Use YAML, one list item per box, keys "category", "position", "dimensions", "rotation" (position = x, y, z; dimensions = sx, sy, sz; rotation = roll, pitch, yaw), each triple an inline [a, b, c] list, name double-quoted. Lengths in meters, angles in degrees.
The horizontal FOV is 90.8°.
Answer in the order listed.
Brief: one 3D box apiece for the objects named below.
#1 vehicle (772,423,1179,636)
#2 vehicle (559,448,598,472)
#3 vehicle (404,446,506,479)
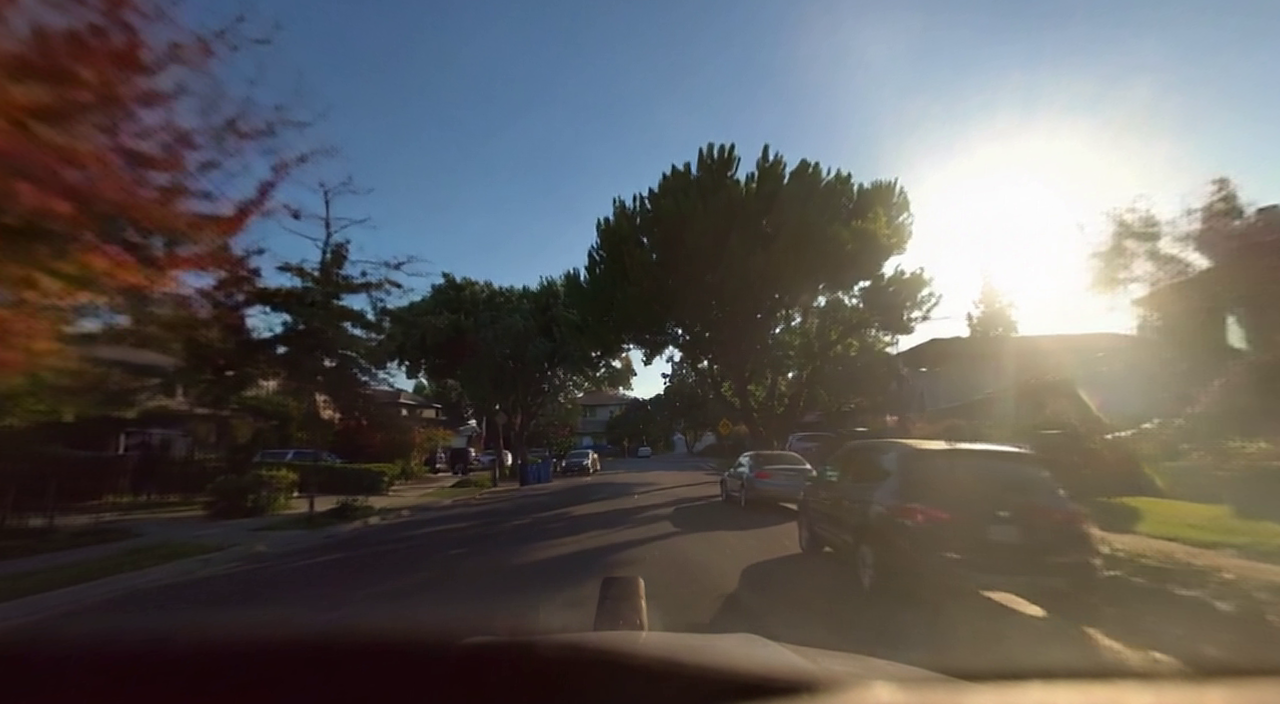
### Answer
- category: "vehicle"
  position: [2.852, 1.605, 6.826]
  dimensions: [2.022, 1.483, 4.565]
  rotation: [0, -9, 2]
- category: "vehicle"
  position: [-4.012, 7.156, 42.001]
  dimensions: [1.987, 1.459, 4.473]
  rotation: [-1, -9, 3]
- category: "vehicle"
  position: [-9.991, 5.978, 34.403]
  dimensions: [4.933, 1.547, 2.125]
  rotation: [-2, -8, 0]
